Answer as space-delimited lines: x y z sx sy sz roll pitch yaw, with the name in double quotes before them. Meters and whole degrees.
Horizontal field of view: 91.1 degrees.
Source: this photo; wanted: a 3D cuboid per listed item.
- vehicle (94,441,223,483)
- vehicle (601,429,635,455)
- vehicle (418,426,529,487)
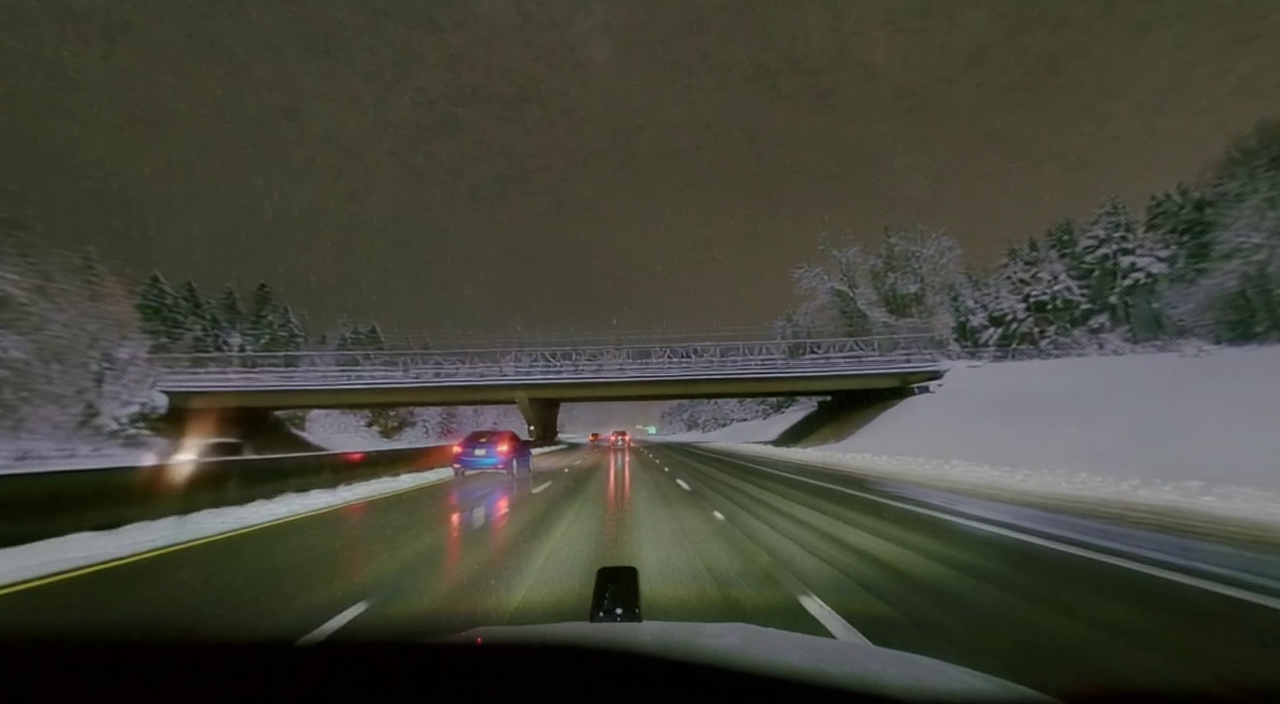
"vehicle" -20.858 4.746 27.546 1.923 1.590 4.742 0 -8 -1
"vehicle" -1.415 5.925 41.512 2.116 1.625 4.004 0 -8 -1
"vehicle" -4.643 2.974 18.322 2.017 1.537 4.496 0 -8 0
